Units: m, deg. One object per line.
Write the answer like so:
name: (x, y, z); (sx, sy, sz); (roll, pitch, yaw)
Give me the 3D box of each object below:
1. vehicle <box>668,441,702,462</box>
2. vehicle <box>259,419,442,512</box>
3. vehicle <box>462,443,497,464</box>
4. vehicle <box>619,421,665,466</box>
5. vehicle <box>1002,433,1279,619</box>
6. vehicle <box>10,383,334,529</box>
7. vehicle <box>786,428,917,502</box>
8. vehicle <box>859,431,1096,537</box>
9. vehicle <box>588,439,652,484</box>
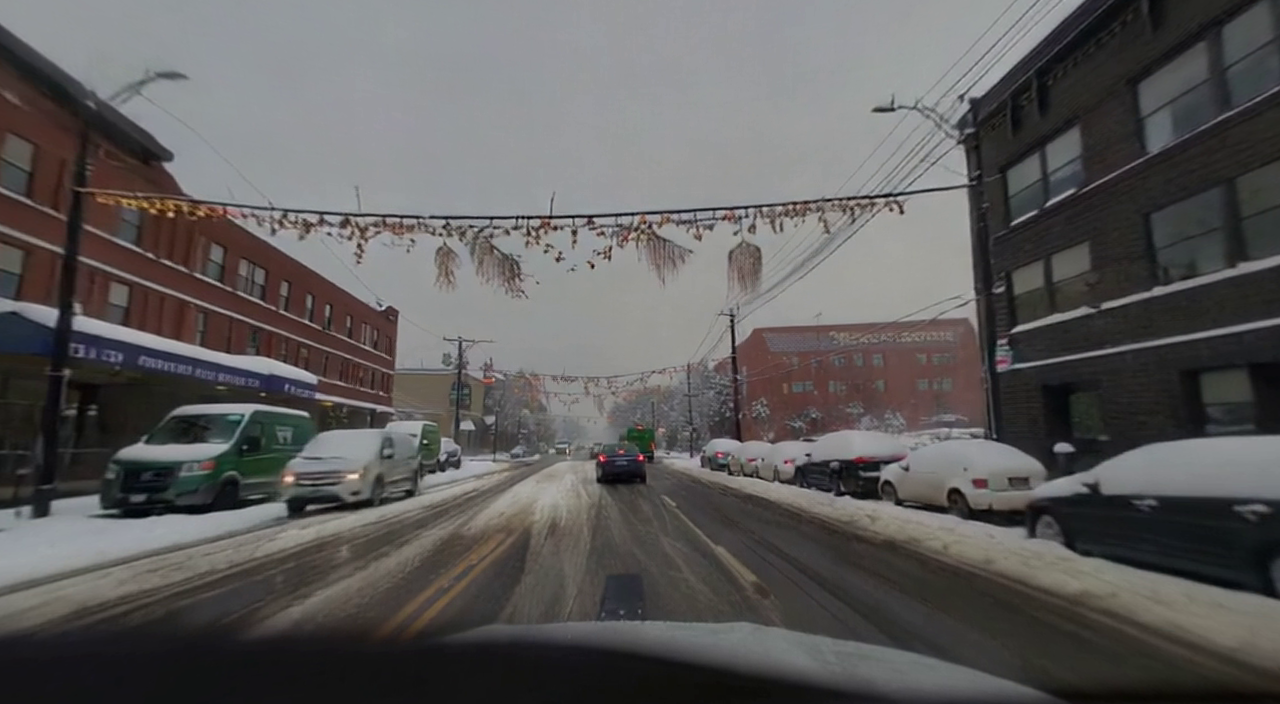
vehicle: (3.314, 7.364, 47.108); (1.824, 1.481, 4.057); (1, -8, -7)
vehicle: (-6.912, 2.750, 15.894); (2.456, 1.935, 4.769); (0, -8, -2)
vehicle: (-12.581, 7.926, 49.715); (1.962, 1.529, 4.109); (1, -8, -4)
vehicle: (0.196, 5.857, 40.562); (2.649, 2.583, 5.800); (-1, -8, 3)
vehicle: (5.850, 1.495, 5.970); (1.921, 1.430, 4.455); (0, -8, -5)
vehicle: (-9.999, 2.340, 14.710); (2.964, 2.597, 6.437); (0, -8, -5)
vehicle: (5.458, 2.961, 17.016); (1.876, 1.692, 4.492); (0, -8, -1)
vehicle: (5.629, 2.203, 11.202); (1.943, 1.507, 3.816); (0, -8, -3)
vehicle: (-0.800, 3.889, 22.887); (2.112, 1.464, 4.411); (0, -8, -4)
